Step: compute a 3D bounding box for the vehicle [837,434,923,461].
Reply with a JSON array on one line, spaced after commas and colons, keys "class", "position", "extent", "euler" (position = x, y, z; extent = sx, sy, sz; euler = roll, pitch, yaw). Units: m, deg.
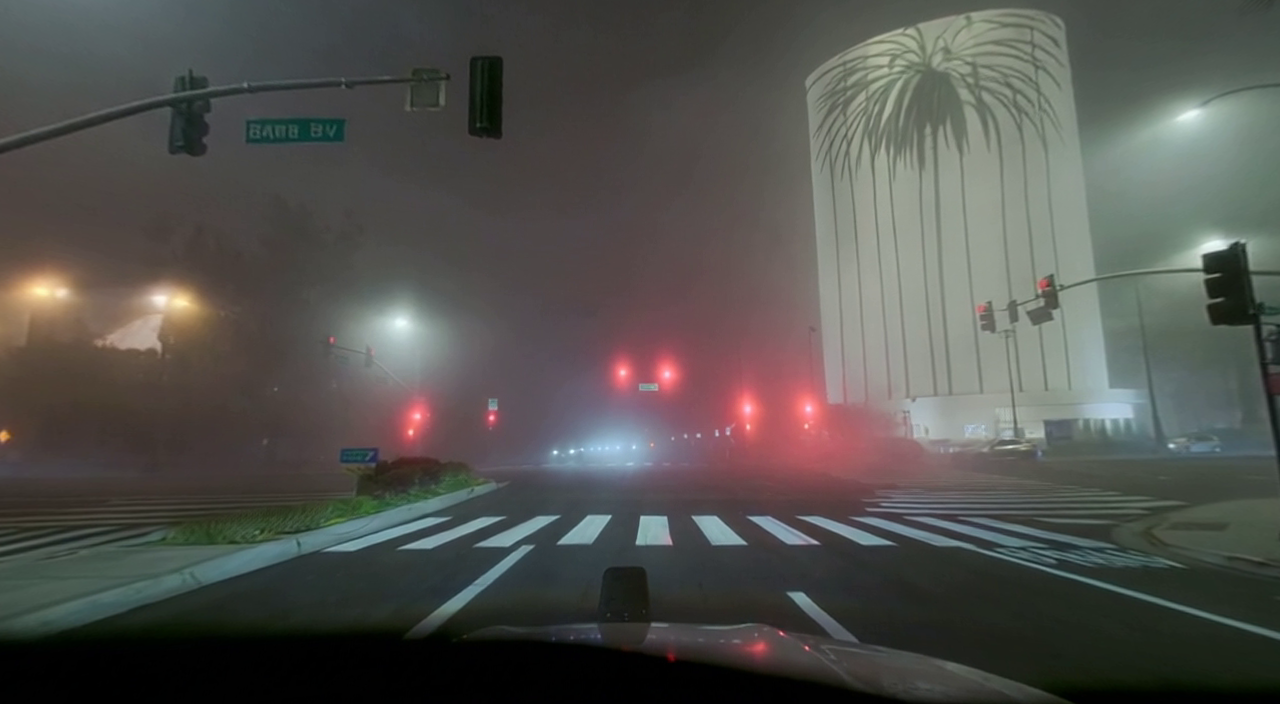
[{"class": "vehicle", "position": [15.270, 6.095, 40.248], "extent": [4.648, 1.665, 1.910], "euler": [0, -8, 0]}]

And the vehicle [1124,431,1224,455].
[{"class": "vehicle", "position": [33.436, 5.693, 39.538], "extent": [4.567, 1.458, 1.791], "euler": [0, -8, 2]}]

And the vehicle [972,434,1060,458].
[{"class": "vehicle", "position": [23.784, 5.993, 39.983], "extent": [4.423, 1.465, 1.798], "euler": [0, -8, 1]}]

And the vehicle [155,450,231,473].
[{"class": "vehicle", "position": [-32.815, 8.031, 46.321], "extent": [4.136, 1.661, 1.857], "euler": [0, -8, 1]}]

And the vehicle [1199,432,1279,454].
[{"class": "vehicle", "position": [42.365, 6.413, 44.235], "extent": [4.437, 1.469, 1.811], "euler": [0, -8, 0]}]

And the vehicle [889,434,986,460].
[{"class": "vehicle", "position": [17.164, 5.517, 36.525], "extent": [4.684, 1.461, 1.777], "euler": [0, -8, -1]}]

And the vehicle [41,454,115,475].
[{"class": "vehicle", "position": [-41.317, 8.248, 46.389], "extent": [3.698, 1.467, 1.779], "euler": [0, -8, 1]}]
